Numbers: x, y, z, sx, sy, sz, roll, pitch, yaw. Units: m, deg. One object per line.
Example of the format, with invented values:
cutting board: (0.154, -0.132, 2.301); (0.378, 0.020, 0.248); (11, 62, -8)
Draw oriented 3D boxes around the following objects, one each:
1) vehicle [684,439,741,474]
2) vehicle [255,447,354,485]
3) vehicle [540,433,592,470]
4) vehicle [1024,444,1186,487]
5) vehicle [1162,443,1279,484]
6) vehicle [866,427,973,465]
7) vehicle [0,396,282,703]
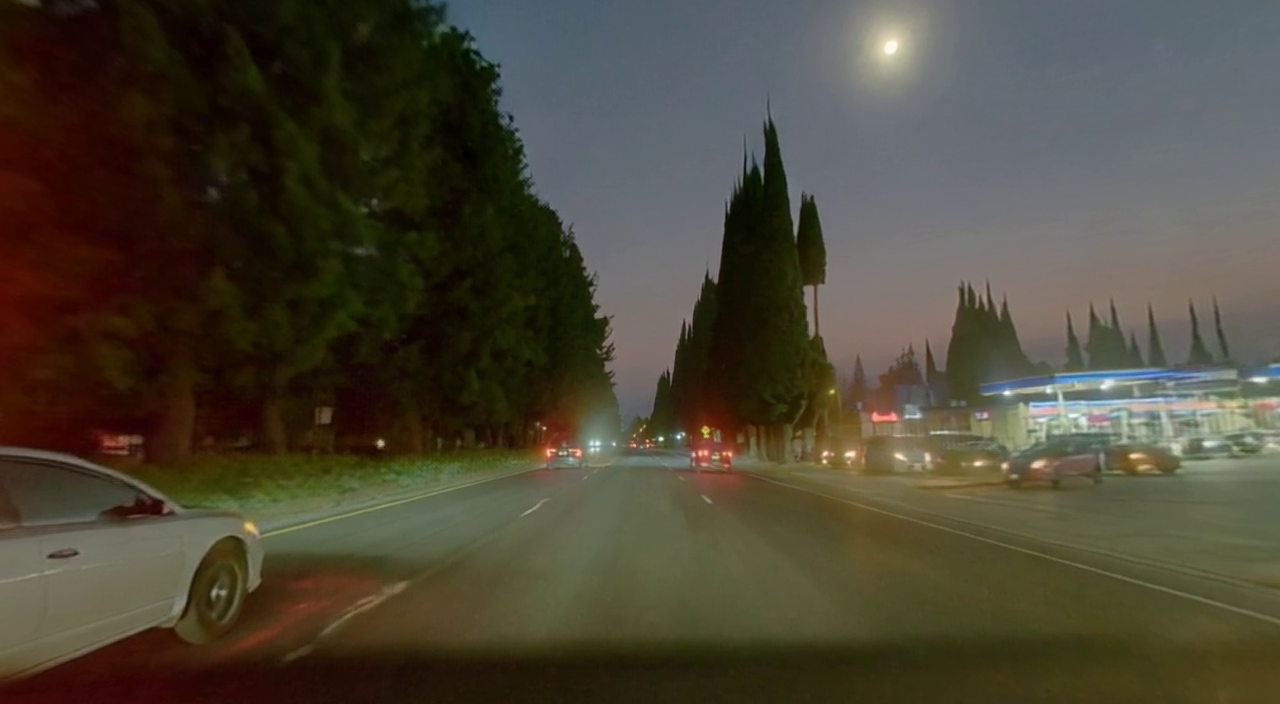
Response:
vehicle: (3.254, 4.767, 29.090); (2.010, 1.486, 4.498); (0, -8, -1)
vehicle: (-14.705, 4.980, 27.947); (1.977, 1.491, 4.496); (0, -8, -1)
vehicle: (-3.623, 4.977, 31.688); (2.051, 1.747, 4.370); (0, -8, 1)
vehicle: (16.765, 4.069, 22.816); (4.717, 1.461, 1.874); (2, -9, -10)
vehicle: (22.409, 4.141, 23.557); (4.344, 1.433, 1.784); (1, -8, -5)
vehicle: (14.050, 4.758, 32.040); (2.097, 1.779, 4.720); (4, -9, -24)
vehicle: (-4.004, 0.933, 2.644); (1.988, 1.530, 5.155); (0, -8, 0)
